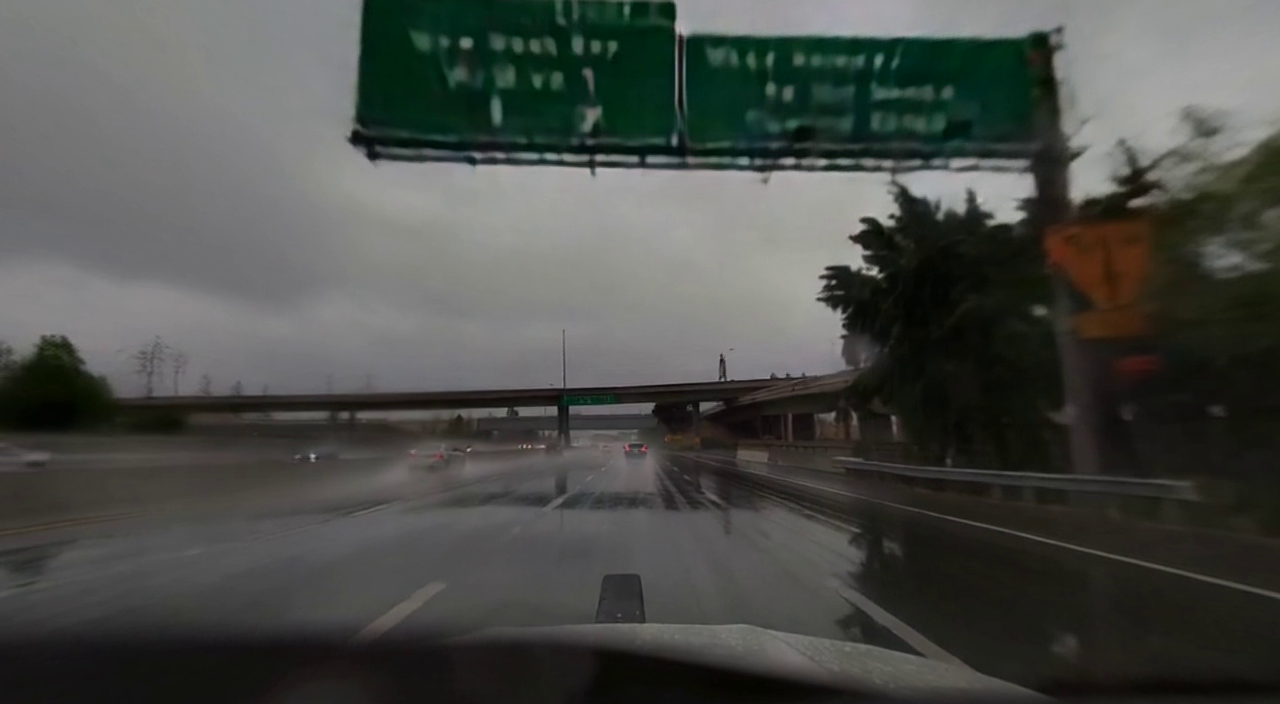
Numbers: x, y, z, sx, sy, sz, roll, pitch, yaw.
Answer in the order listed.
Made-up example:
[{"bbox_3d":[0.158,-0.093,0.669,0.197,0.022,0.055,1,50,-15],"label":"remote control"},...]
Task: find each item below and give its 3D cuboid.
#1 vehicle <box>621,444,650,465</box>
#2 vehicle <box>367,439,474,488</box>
[{"bbox_3d":[-0.351,7.524,46.755,2.086,1.472,4.168,0,-8,-1],"label":"vehicle"},{"bbox_3d":[-7.364,3.786,21.801,1.994,1.487,4.605,0,-8,0],"label":"vehicle"}]
